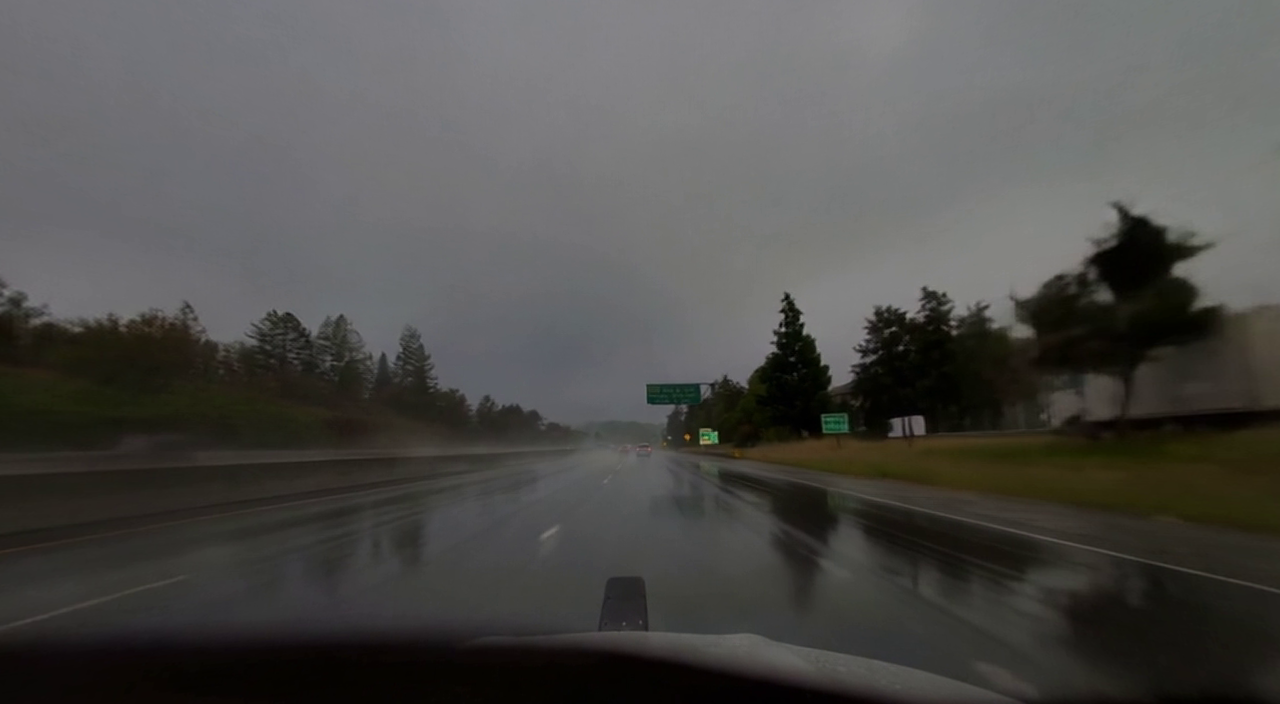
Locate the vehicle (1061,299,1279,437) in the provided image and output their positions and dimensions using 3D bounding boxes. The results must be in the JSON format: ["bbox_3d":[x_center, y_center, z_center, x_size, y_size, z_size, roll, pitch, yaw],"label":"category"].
[{"bbox_3d":[17.056,0.874,19.381,2.821,3.355,7.583,0,-8,-1],"label":"vehicle"}]
